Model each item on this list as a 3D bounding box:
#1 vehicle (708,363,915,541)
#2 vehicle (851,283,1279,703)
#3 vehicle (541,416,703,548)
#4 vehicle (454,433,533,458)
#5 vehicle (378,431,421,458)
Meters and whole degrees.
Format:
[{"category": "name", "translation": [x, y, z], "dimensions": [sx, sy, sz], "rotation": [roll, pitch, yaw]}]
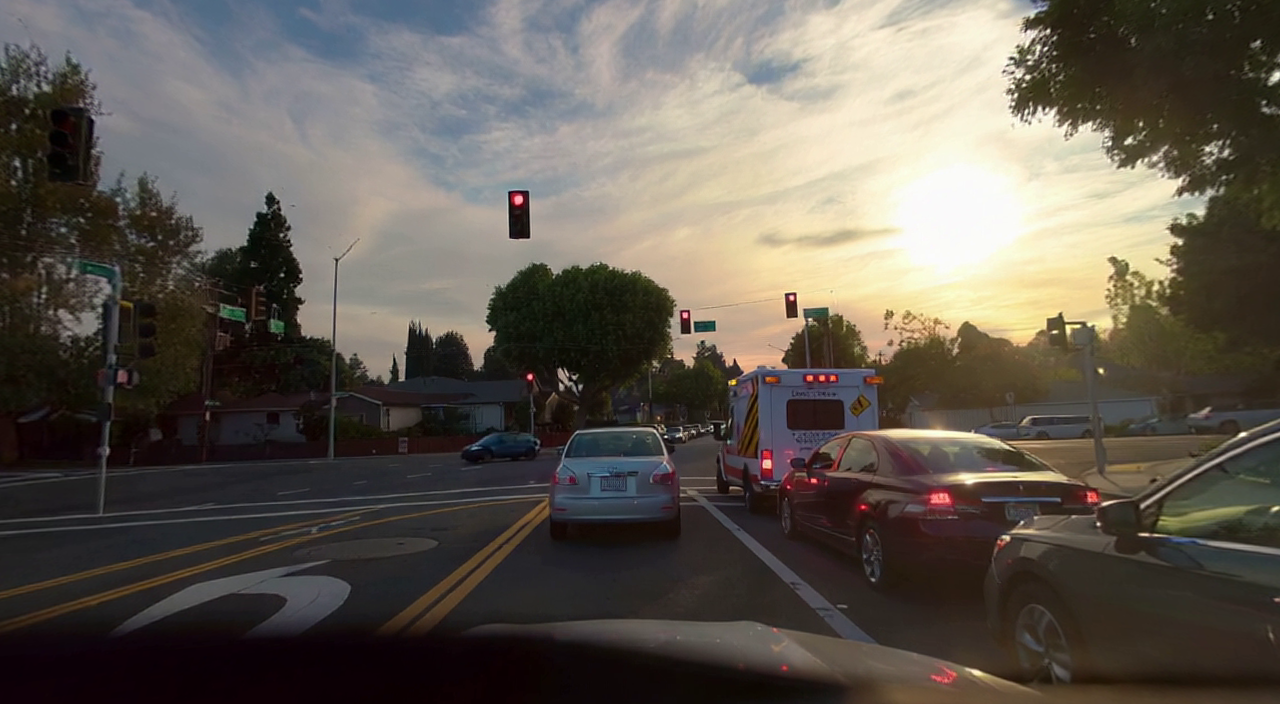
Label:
[{"category": "vehicle", "translation": [2.883, 1.900, 12.387], "dimensions": [2.406, 2.687, 5.521], "rotation": [0, -8, -1]}, {"category": "vehicle", "translation": [2.849, 0.892, 2.846], "dimensions": [2.194, 1.820, 4.652], "rotation": [0, -8, 0]}, {"category": "vehicle", "translation": [-0.277, 1.975, 10.206], "dimensions": [2.114, 1.707, 3.725], "rotation": [0, -8, -1]}, {"category": "vehicle", "translation": [-9.338, 5.996, 40.480], "dimensions": [4.531, 1.492, 1.951], "rotation": [8, -12, -44]}, {"category": "vehicle", "translation": [-17.737, 6.880, 46.888], "dimensions": [2.246, 1.880, 4.454], "rotation": [1, -8, -12]}]
